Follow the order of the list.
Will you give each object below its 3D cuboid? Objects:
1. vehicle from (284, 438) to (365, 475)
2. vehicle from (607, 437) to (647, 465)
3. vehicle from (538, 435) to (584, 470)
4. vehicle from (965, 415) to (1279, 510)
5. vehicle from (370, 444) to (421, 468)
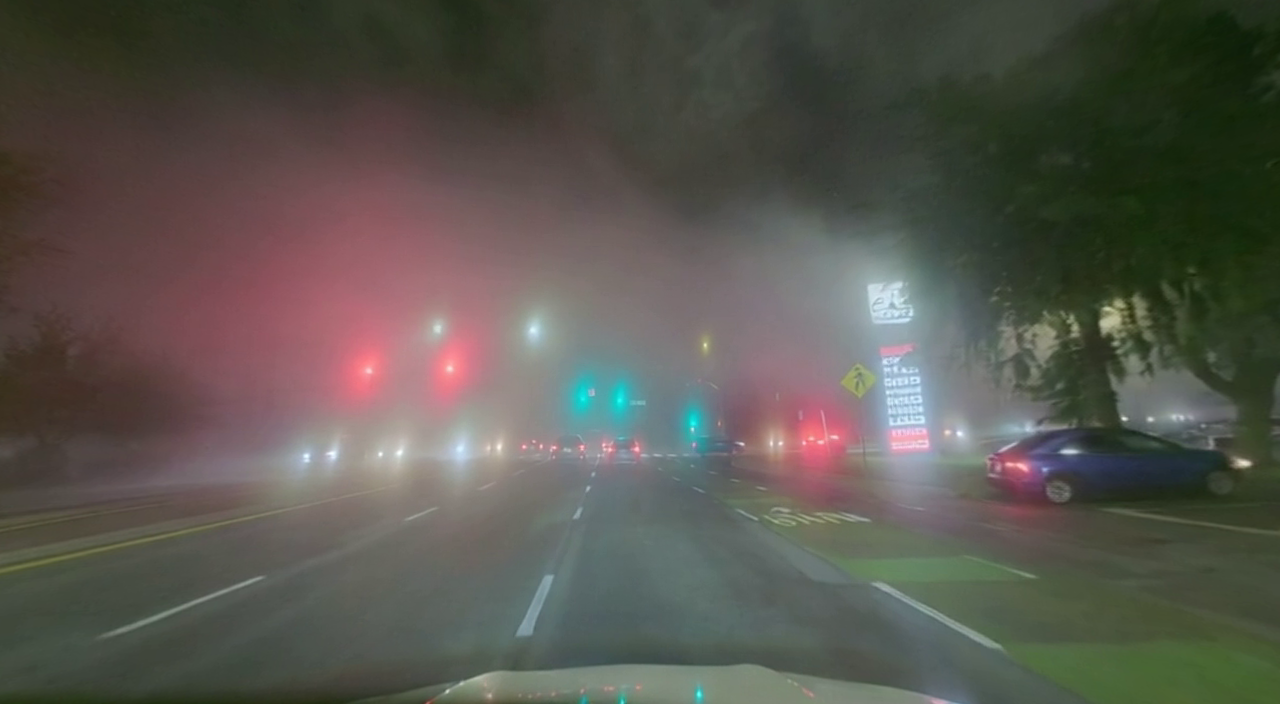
[{"bbox_3d":[-20.151,6.687,40.772,2.655,2.126,5.813,0,-8,-5],"label":"vehicle"},{"bbox_3d":[-0.824,5.754,36.767,2.176,1.489,4.518,0,-8,-3],"label":"vehicle"},{"bbox_3d":[-3.876,4.993,31.611,2.057,1.610,4.891,0,-8,-4],"label":"vehicle"},{"bbox_3d":[8.792,2.002,11.650,4.487,1.539,1.947,0,-8,-3],"label":"vehicle"},{"bbox_3d":[-16.772,7.145,43.583,1.968,1.557,4.650,0,-8,-5],"label":"vehicle"}]
